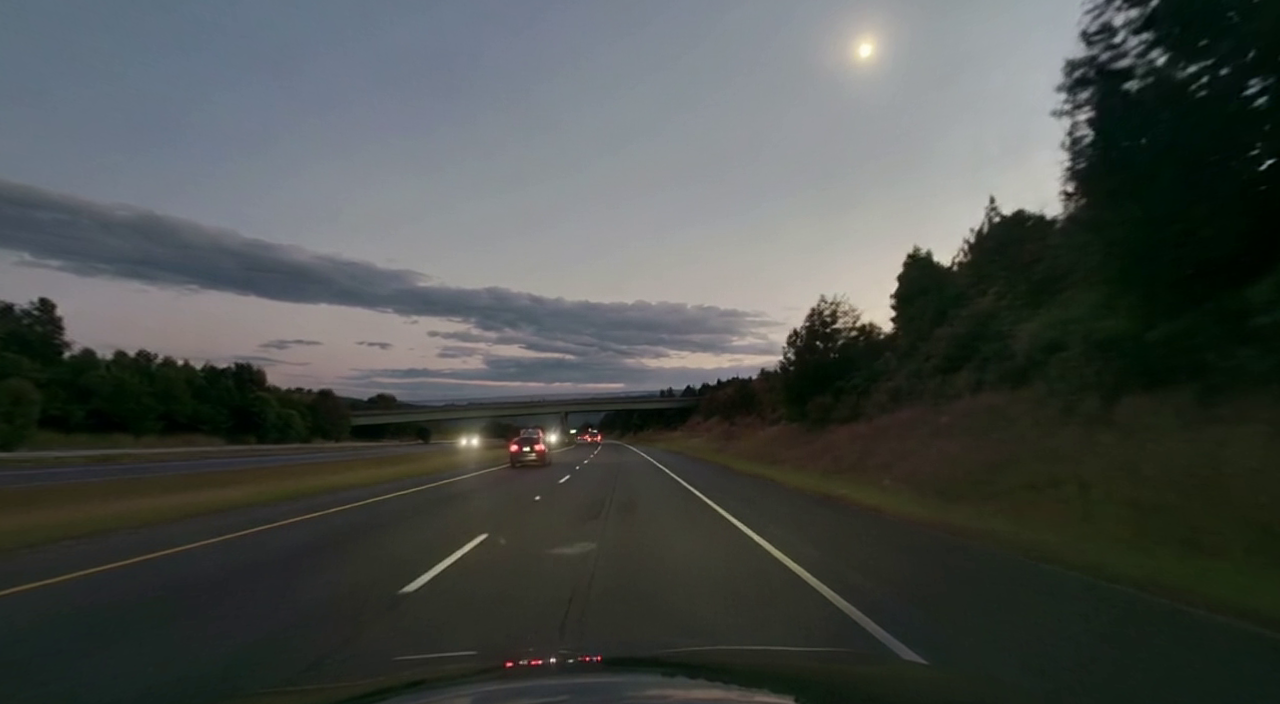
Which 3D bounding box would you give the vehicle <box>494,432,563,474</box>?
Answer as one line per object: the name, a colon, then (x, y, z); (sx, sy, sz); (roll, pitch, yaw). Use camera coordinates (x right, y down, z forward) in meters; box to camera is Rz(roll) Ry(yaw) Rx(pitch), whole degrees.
vehicle: (-4.337, 3.981, 25.170); (2.005, 1.509, 4.260); (0, -8, -1)
